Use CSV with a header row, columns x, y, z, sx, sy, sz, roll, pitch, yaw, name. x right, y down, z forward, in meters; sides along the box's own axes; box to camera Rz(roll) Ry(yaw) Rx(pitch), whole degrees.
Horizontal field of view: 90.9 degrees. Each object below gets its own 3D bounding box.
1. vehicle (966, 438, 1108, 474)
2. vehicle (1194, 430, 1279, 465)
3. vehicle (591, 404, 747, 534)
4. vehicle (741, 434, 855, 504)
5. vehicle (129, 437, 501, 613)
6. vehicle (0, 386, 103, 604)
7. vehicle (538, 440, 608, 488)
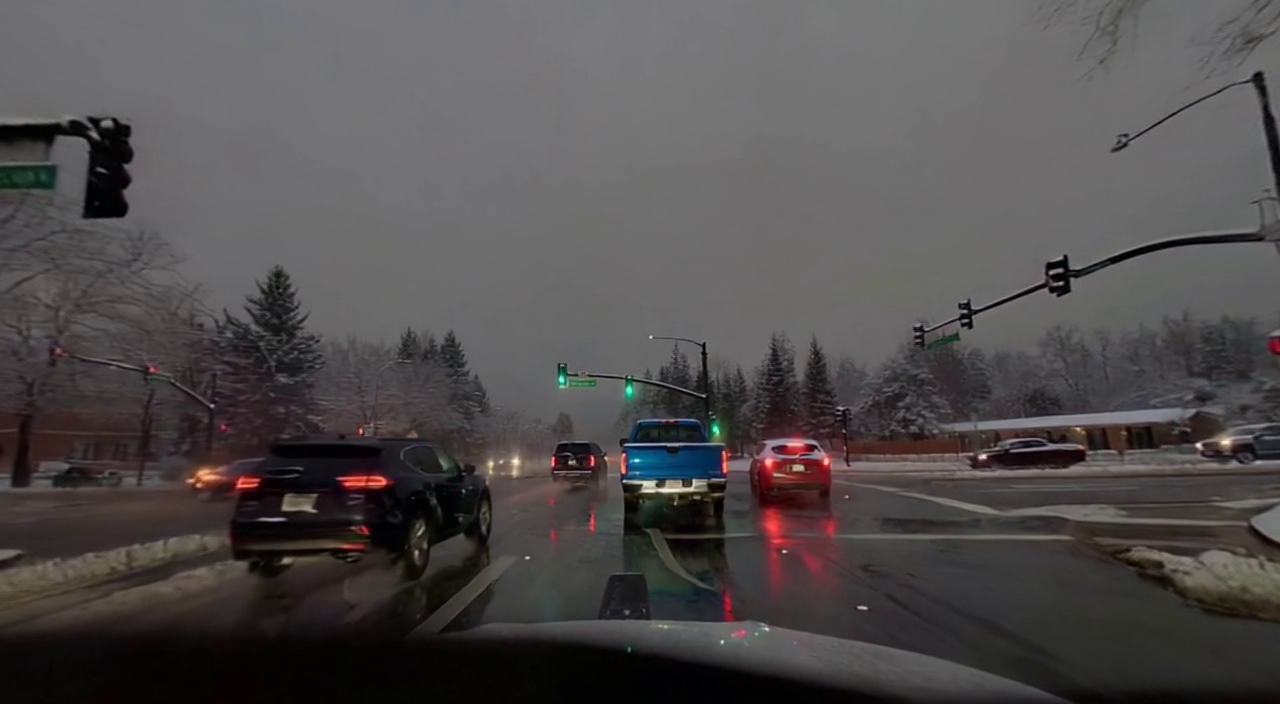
x,y,z,sx,sy,sz,roll,pitch,yaw,name
16.658,4.375,26.599,4.809,1.458,1.842,0,-8,-3,vehicle
27.527,4.198,27.607,4.681,1.458,1.908,0,-8,-1,vehicle
0.564,2.237,12.613,2.505,2.084,4.768,0,-8,3,vehicle
4.117,3.112,17.242,1.984,1.659,4.226,0,-8,-1,vehicle
-3.314,1.824,7.783,1.998,1.481,4.656,0,-8,2,vehicle
-7.669,1.126,4.283,2.530,2.141,6.143,0,-8,1,vehicle
-2.565,4.446,25.375,2.125,1.739,4.707,0,-8,2,vehicle
